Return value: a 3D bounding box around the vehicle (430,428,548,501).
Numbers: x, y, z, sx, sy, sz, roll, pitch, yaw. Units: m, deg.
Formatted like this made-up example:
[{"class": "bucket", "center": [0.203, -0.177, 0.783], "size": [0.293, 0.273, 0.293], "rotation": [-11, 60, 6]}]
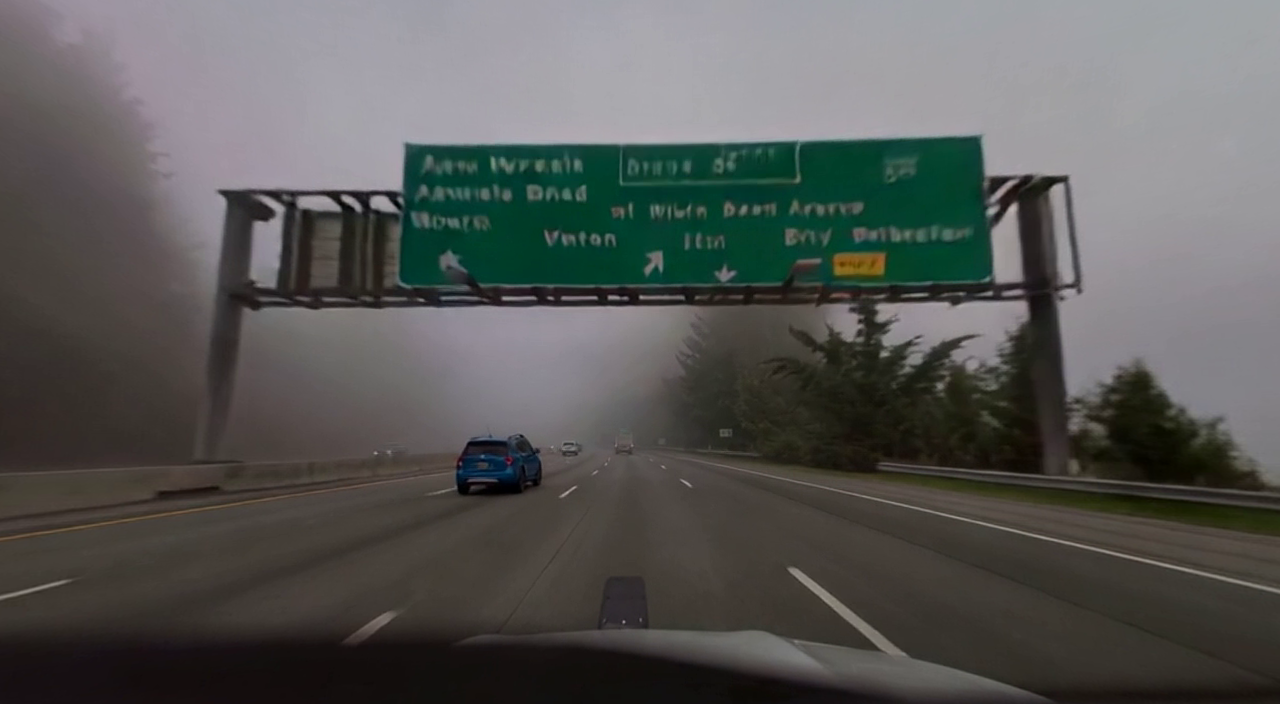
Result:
[{"class": "vehicle", "center": [-3.963, 3.031, 17.451], "size": [2.162, 1.724, 4.537], "rotation": [0, -8, 0]}]
